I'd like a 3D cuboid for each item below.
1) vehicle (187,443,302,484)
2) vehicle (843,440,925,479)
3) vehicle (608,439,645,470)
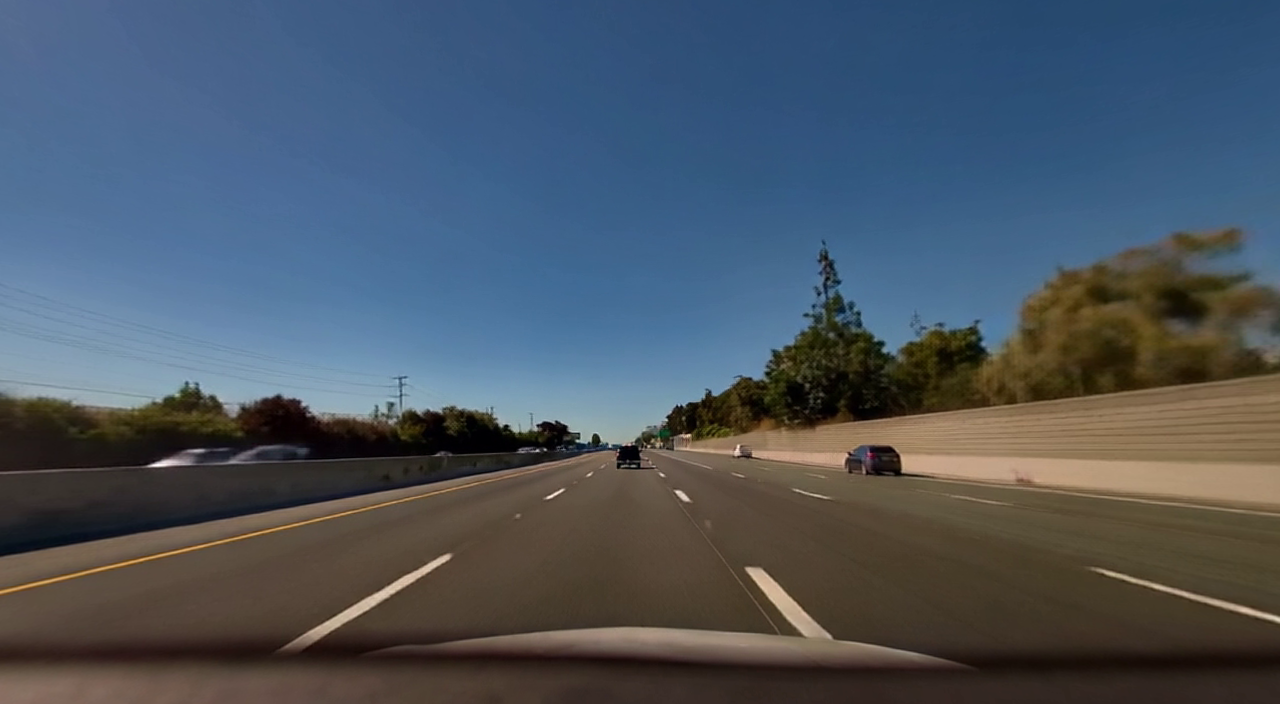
[{"bbox_3d":[-15.020,4.230,24.289,1.875,1.440,3.887,0,-9,0],"label":"vehicle"},{"bbox_3d":[11.138,4.921,29.183,1.912,1.673,4.438,0,-9,-1],"label":"vehicle"},{"bbox_3d":[-0.821,6.252,38.610,2.121,1.739,4.087,0,-9,-1],"label":"vehicle"}]
